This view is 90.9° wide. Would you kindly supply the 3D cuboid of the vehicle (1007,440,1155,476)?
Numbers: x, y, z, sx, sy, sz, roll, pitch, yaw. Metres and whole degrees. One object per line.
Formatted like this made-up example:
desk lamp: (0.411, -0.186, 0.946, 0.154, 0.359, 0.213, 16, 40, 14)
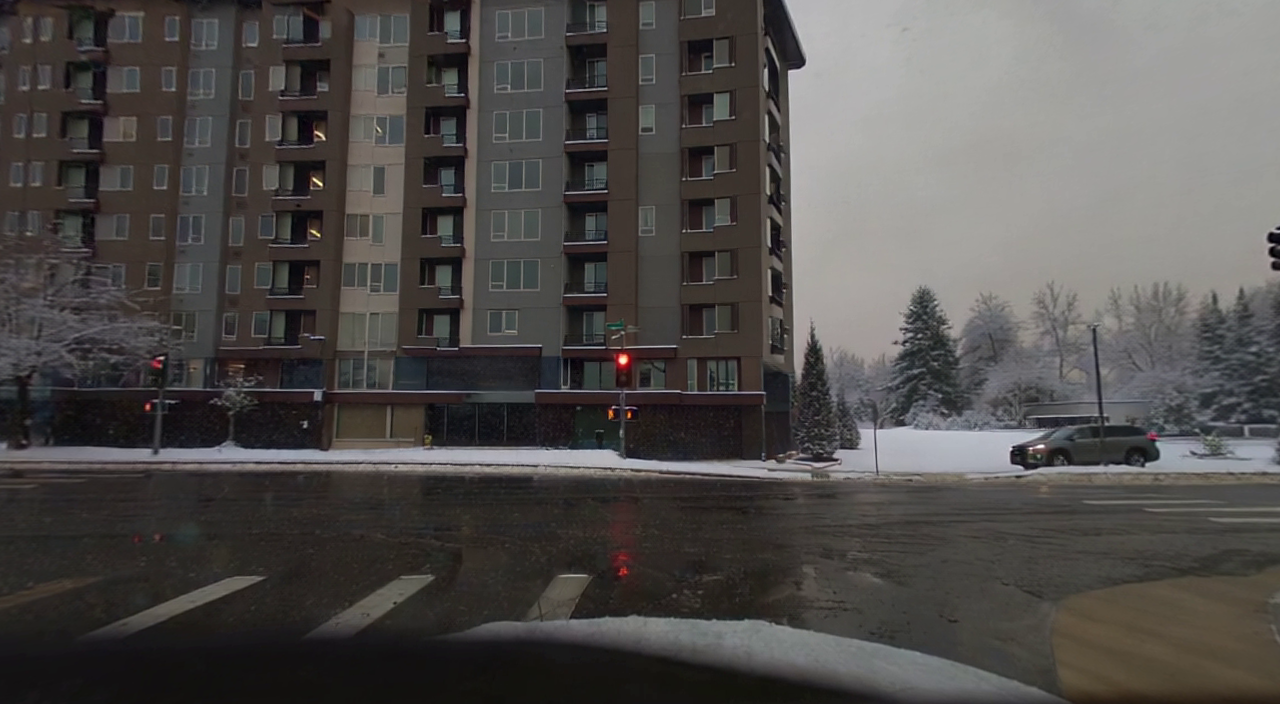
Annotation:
vehicle: (18.554, 4.470, 26.695, 4.823, 1.458, 1.914, 0, -9, -1)
